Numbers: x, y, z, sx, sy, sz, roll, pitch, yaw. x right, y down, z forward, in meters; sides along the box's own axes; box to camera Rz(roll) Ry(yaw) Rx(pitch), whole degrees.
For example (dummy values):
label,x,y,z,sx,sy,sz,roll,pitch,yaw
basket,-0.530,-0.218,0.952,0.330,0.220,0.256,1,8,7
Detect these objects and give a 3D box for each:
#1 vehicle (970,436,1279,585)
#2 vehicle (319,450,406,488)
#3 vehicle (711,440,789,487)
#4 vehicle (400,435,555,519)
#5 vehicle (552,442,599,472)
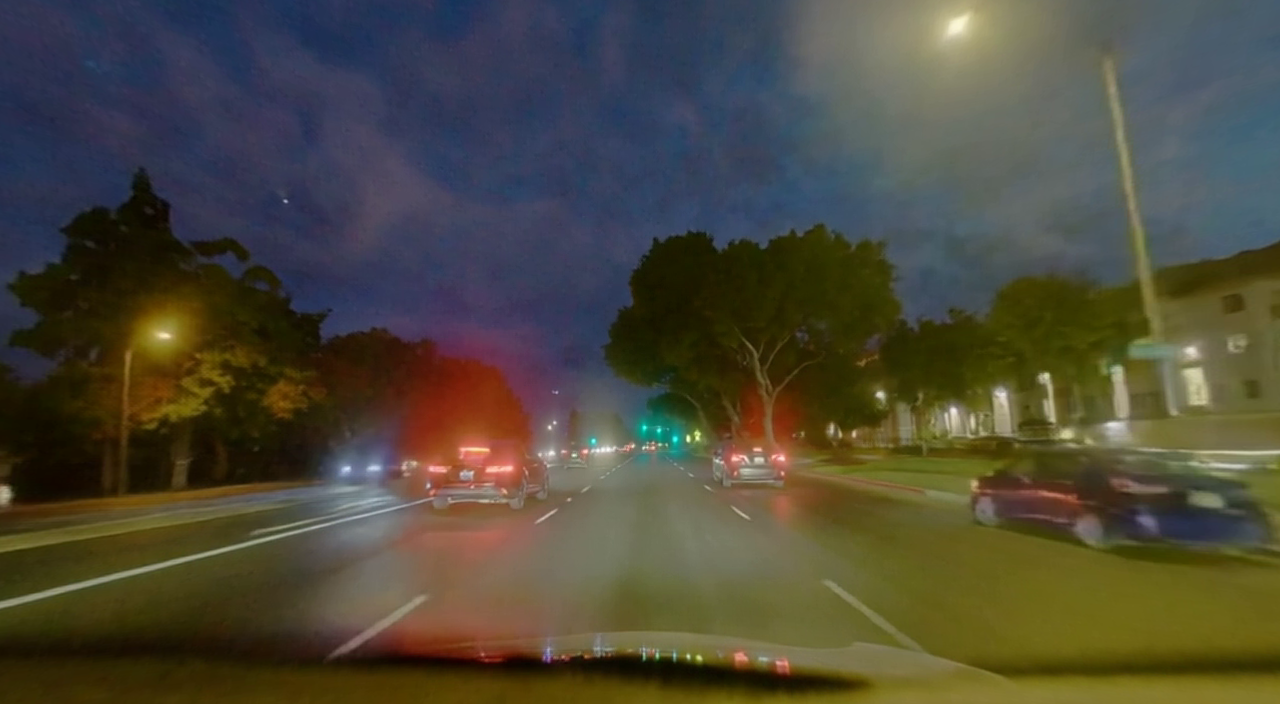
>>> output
label,x,y,z,sx,sy,sz,roll,pitch,yaw
vehicle,6.465,1.860,8.313,1.912,1.433,4.265,0,-8,0
vehicle,-12.253,5.151,28.187,1.868,1.522,4.326,0,-8,1
vehicle,3.799,3.913,22.512,2.010,1.486,4.498,0,-8,0
vehicle,-3.221,2.573,13.564,2.053,1.480,4.381,0,-8,2
vehicle,-3.459,5.748,34.691,1.988,1.497,4.404,0,-8,2
